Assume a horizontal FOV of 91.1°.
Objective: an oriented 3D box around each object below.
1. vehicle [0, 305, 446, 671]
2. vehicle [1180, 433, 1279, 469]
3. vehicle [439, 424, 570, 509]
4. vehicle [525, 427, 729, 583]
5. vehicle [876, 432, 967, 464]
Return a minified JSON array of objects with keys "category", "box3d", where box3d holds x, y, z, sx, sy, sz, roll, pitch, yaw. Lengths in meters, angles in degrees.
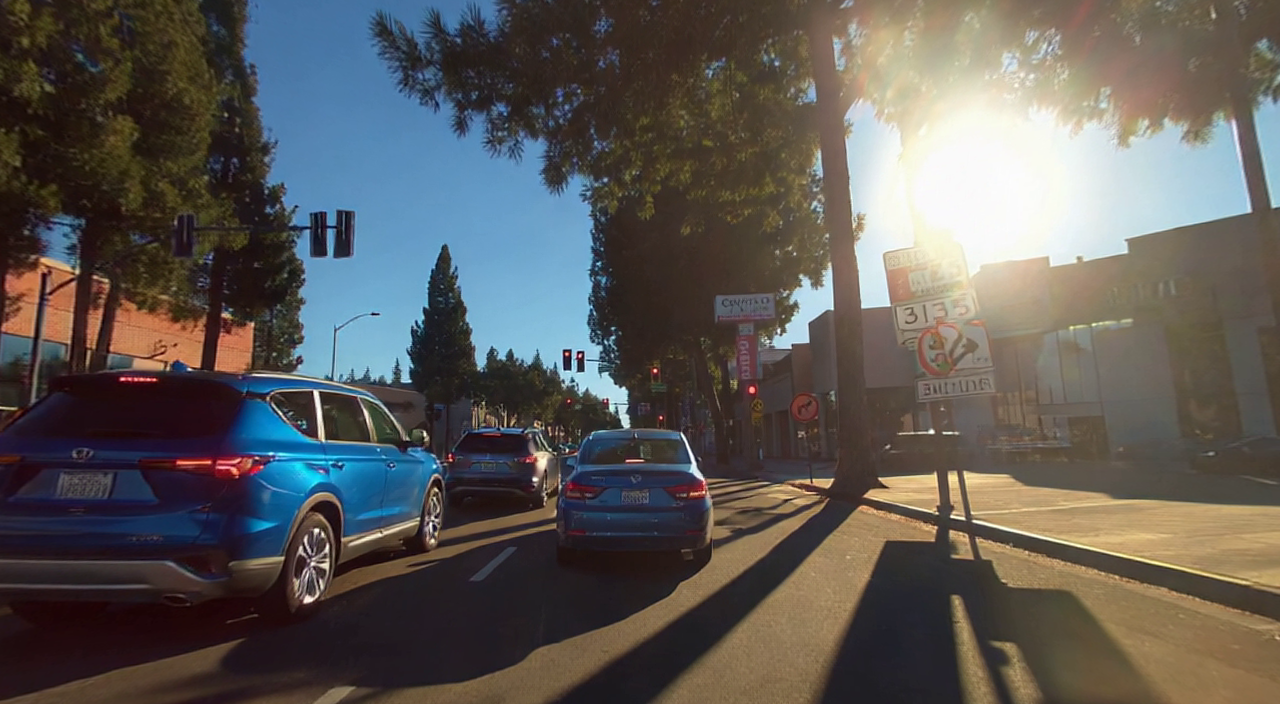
[{"category":"vehicle","box3d":[-3.821,1.134,6.220,2.152,2.118,5.066,0,-8,0]},{"category":"vehicle","box3d":[26.805,4.278,27.104,1.845,1.476,4.809,3,-9,-23]},{"category":"vehicle","box3d":[-2.927,2.593,14.605,2.047,1.664,4.148,0,-8,1]},{"category":"vehicle","box3d":[-0.167,1.787,8.194,1.966,1.481,4.146,0,-8,-1]},{"category":"vehicle","box3d":[15.752,5.400,35.360,4.116,1.719,2.069,-1,-9,5]}]
